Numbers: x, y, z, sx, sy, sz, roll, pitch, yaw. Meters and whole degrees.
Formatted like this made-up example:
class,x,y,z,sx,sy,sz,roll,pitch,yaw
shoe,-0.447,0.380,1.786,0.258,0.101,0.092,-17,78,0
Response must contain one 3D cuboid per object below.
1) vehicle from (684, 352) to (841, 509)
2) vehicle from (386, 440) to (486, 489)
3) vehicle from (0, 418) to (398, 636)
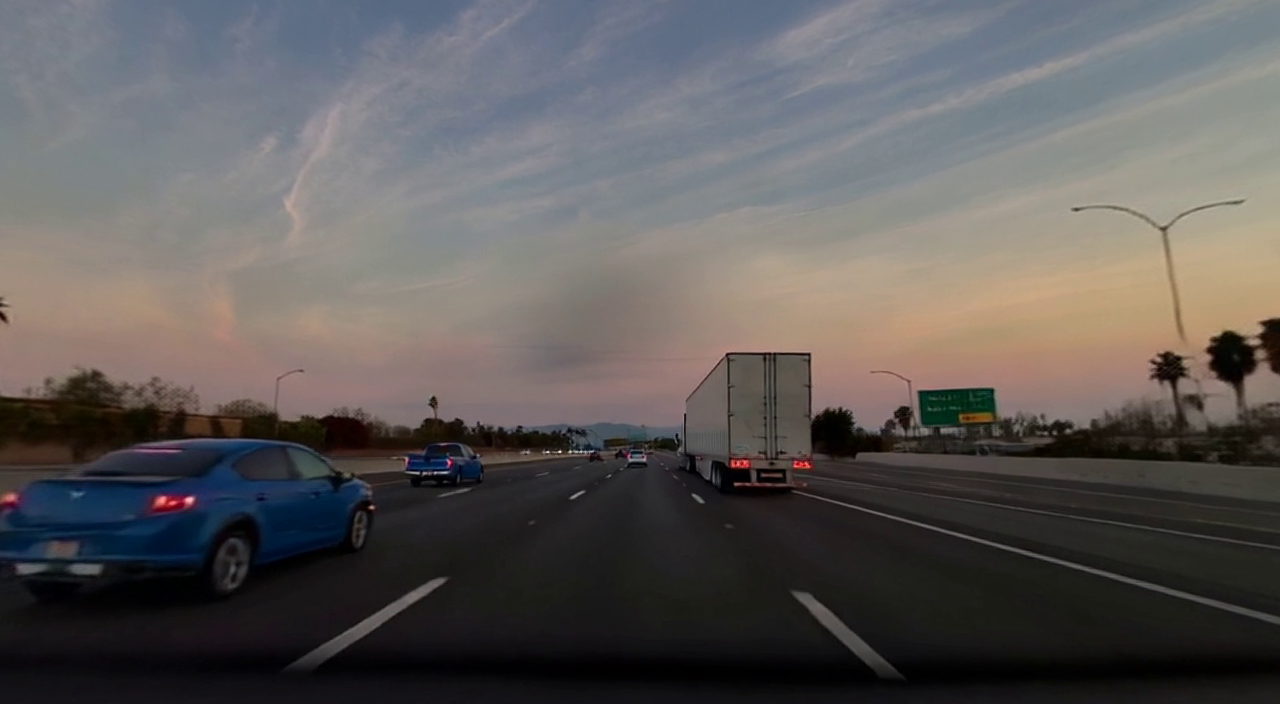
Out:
class,x,y,z,sx,sy,sz,roll,pitch,yaw
vehicle,3.748,3.256,24.715,2.891,4.123,16.415,0,-9,0
vehicle,-7.885,4.371,24.928,2.264,1.728,4.940,0,-9,1
vehicle,-4.448,1.557,6.606,2.120,1.537,4.139,0,-9,0
